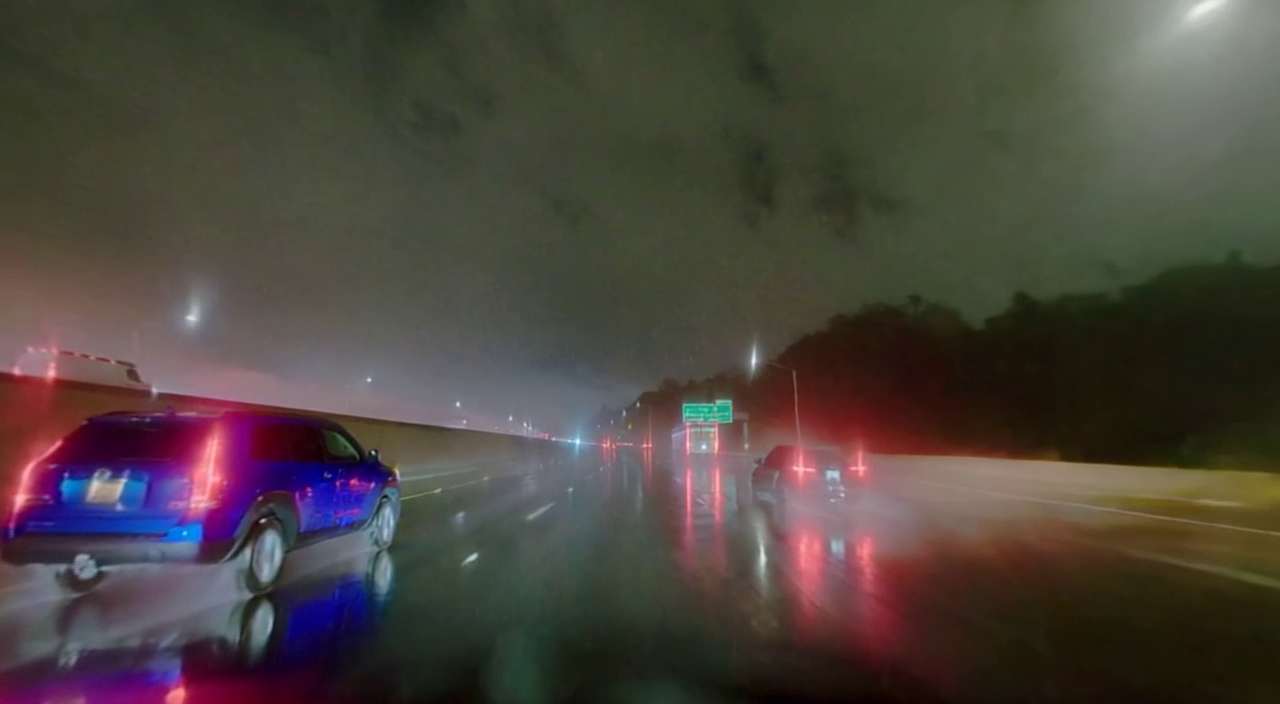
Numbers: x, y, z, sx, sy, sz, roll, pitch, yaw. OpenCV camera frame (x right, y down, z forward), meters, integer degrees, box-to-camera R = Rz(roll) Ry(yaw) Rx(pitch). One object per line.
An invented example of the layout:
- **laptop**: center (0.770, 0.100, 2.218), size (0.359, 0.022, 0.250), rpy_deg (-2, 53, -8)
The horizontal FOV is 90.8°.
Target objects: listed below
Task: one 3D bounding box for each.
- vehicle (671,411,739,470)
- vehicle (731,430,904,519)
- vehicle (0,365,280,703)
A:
- **vehicle**: center (3.192, 4.591, 32.721), size (2.629, 2.718, 6.740), rpy_deg (0, -8, -1)
- **vehicle**: center (3.428, 2.487, 13.466), size (2.108, 1.509, 5.059), rpy_deg (0, -8, -1)
- **vehicle**: center (-4.006, 0.913, 3.087), size (2.000, 1.646, 4.201), rpy_deg (0, -8, 0)
